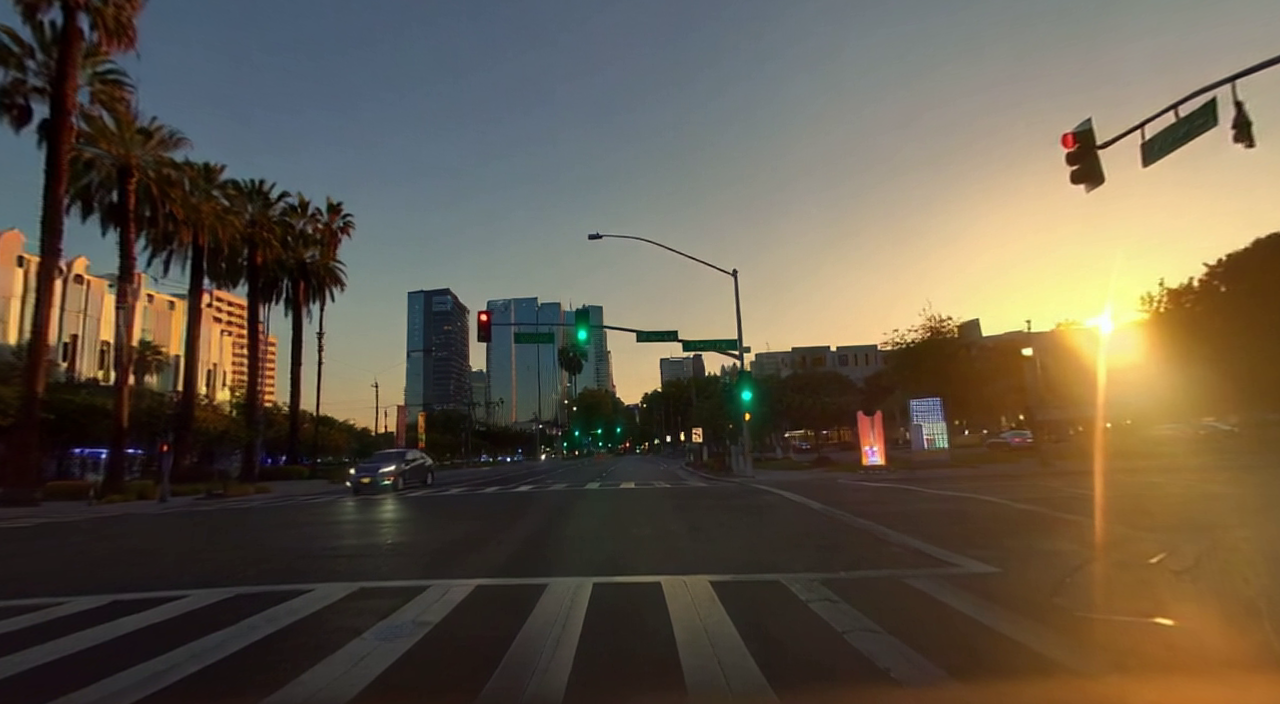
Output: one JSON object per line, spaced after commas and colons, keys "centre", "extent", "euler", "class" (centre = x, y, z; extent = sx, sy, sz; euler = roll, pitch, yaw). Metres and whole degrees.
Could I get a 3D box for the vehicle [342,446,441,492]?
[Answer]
{"centre": [-10.731, 5.061, 27.661], "extent": [2.270, 1.833, 4.860], "euler": [0, -9, 1], "class": "vehicle"}
